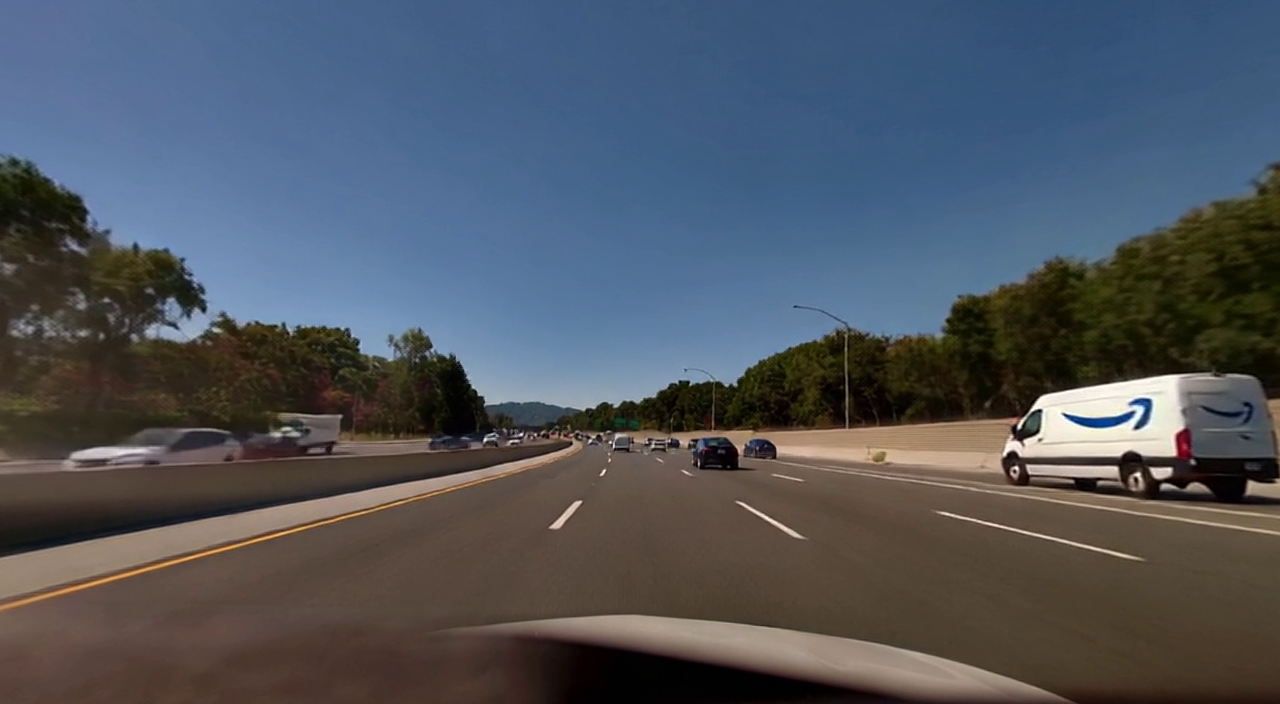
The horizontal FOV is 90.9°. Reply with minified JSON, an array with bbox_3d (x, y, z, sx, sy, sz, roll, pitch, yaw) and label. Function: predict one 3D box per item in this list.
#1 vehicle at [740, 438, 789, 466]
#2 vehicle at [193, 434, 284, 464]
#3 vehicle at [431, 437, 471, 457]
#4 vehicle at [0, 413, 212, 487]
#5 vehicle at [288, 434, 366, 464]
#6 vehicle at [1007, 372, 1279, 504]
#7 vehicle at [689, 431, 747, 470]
[{"bbox_3d":[7.051,5.716,36.073,1.798,1.473,4.077,0,-9,-2],"label":"vehicle"},{"bbox_3d":[-21.691,5.263,34.323,1.883,1.491,4.682,0,-9,-1],"label":"vehicle"},{"bbox_3d":[-14.806,7.475,49.664,1.859,1.472,4.558,0,-9,-1],"label":"vehicle"},{"bbox_3d":[-13.297,2.422,15.661,2.170,1.567,4.506,0,-9,0],"label":"vehicle"},{"bbox_3d":[-17.323,5.393,35.189,1.973,1.505,4.796,0,-9,-1],"label":"vehicle"},{"bbox_3d":[13.171,2.338,16.892,2.274,2.802,6.802,0,-9,-3],"label":"vehicle"},{"bbox_3d":[3.731,4.825,30.958,2.141,1.732,4.279,0,-9,-2],"label":"vehicle"}]
